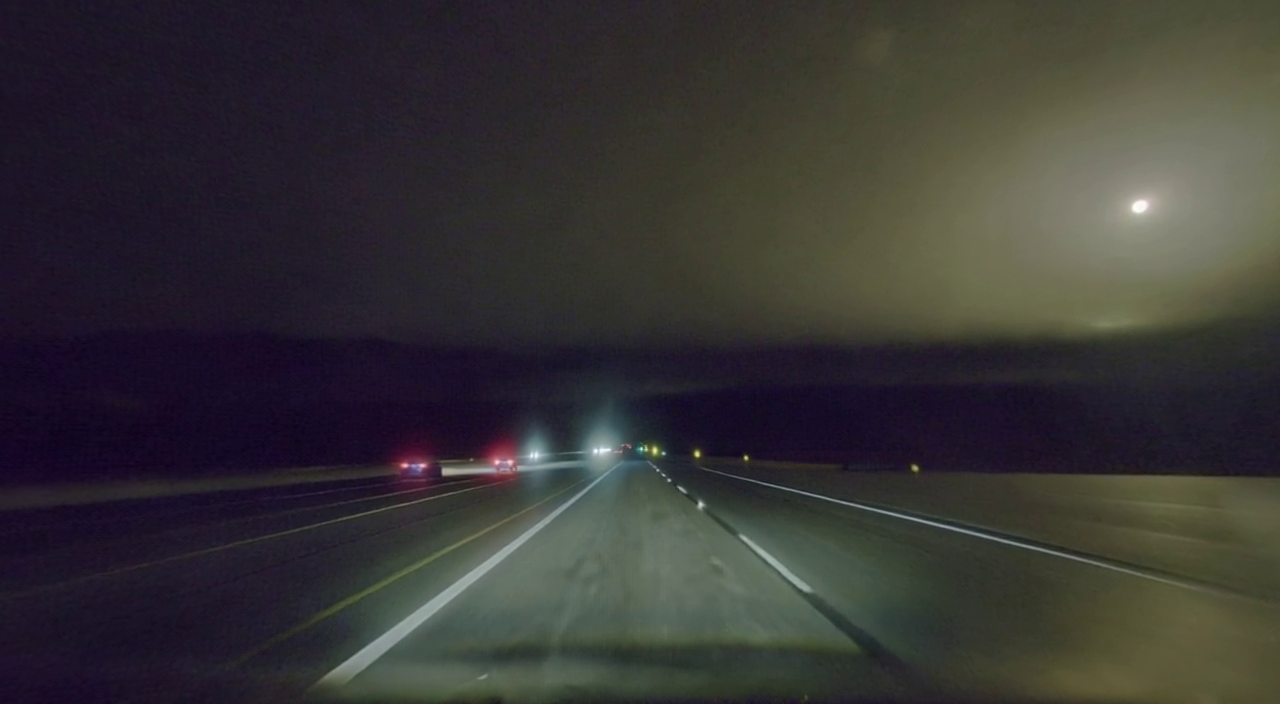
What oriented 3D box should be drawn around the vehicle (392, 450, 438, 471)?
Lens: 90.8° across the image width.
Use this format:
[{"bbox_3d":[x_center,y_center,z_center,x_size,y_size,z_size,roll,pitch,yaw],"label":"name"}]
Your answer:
[{"bbox_3d":[-17.179,8.293,48.360,1.955,1.533,4.097,0,-9,0],"label":"vehicle"}]
